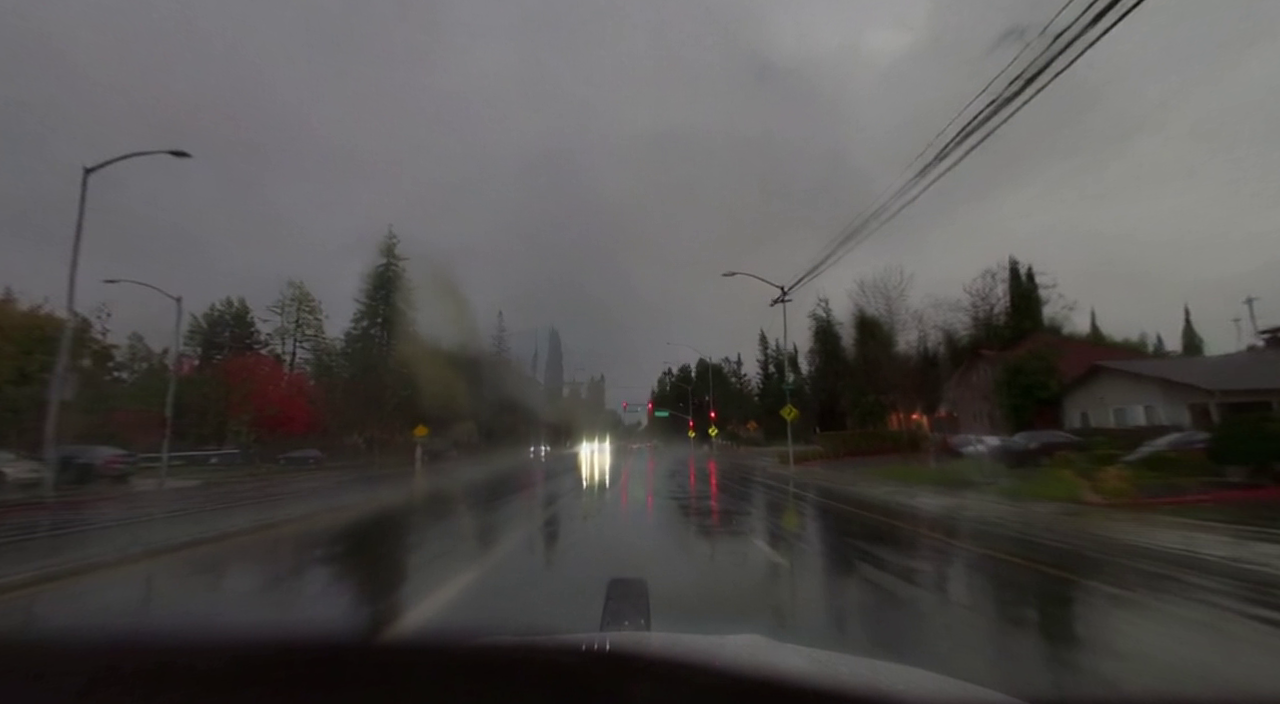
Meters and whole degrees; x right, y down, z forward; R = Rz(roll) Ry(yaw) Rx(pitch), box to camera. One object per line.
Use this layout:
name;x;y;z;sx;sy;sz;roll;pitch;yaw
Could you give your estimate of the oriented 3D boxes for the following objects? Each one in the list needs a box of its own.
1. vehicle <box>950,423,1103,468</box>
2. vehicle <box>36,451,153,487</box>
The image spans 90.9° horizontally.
vehicle;15.117;3.693;24.873;4.625;1.467;1.991;-3;-8;2
vehicle;-22.816;4.892;26.453;3.309;1.386;1.573;1;-9;-5
